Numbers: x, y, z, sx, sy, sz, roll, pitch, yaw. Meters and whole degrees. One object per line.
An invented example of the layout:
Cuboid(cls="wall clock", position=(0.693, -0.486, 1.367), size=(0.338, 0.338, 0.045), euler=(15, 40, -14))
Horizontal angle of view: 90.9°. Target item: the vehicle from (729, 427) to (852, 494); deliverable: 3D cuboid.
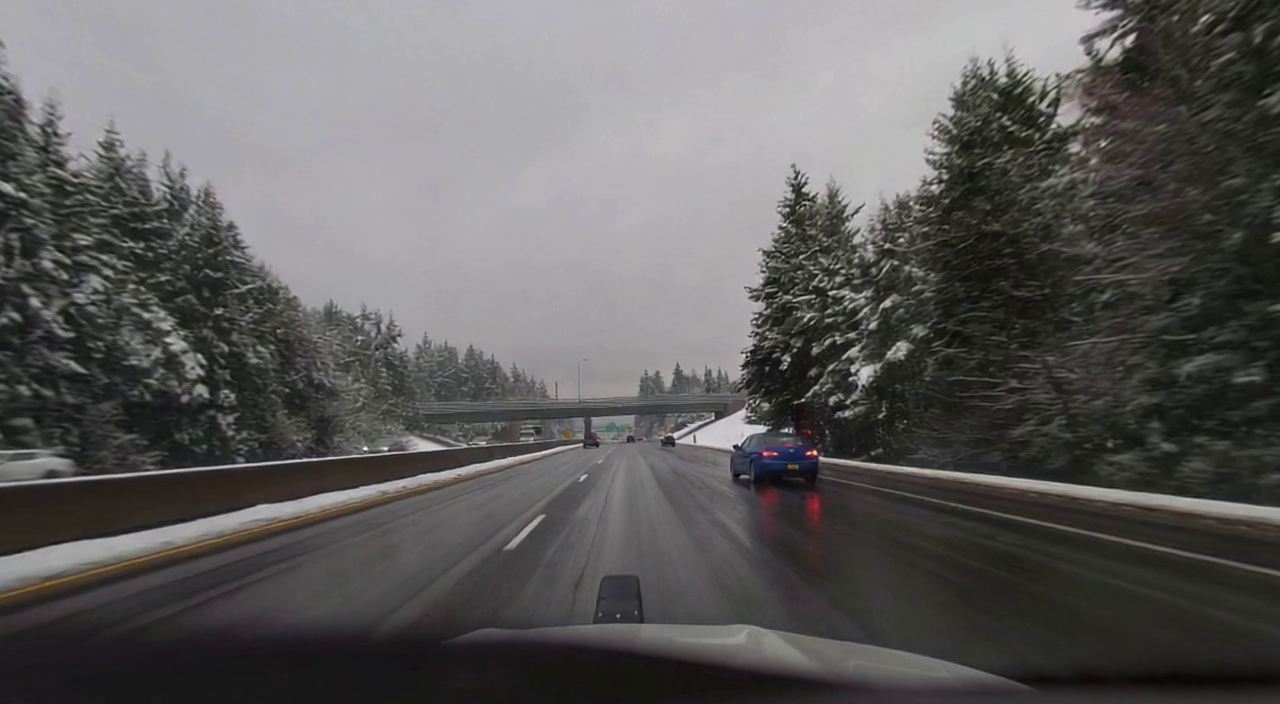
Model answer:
Cuboid(cls="vehicle", position=(3.794, 2.802, 16.788), size=(2.031, 1.531, 4.365), euler=(0, -8, -2))
